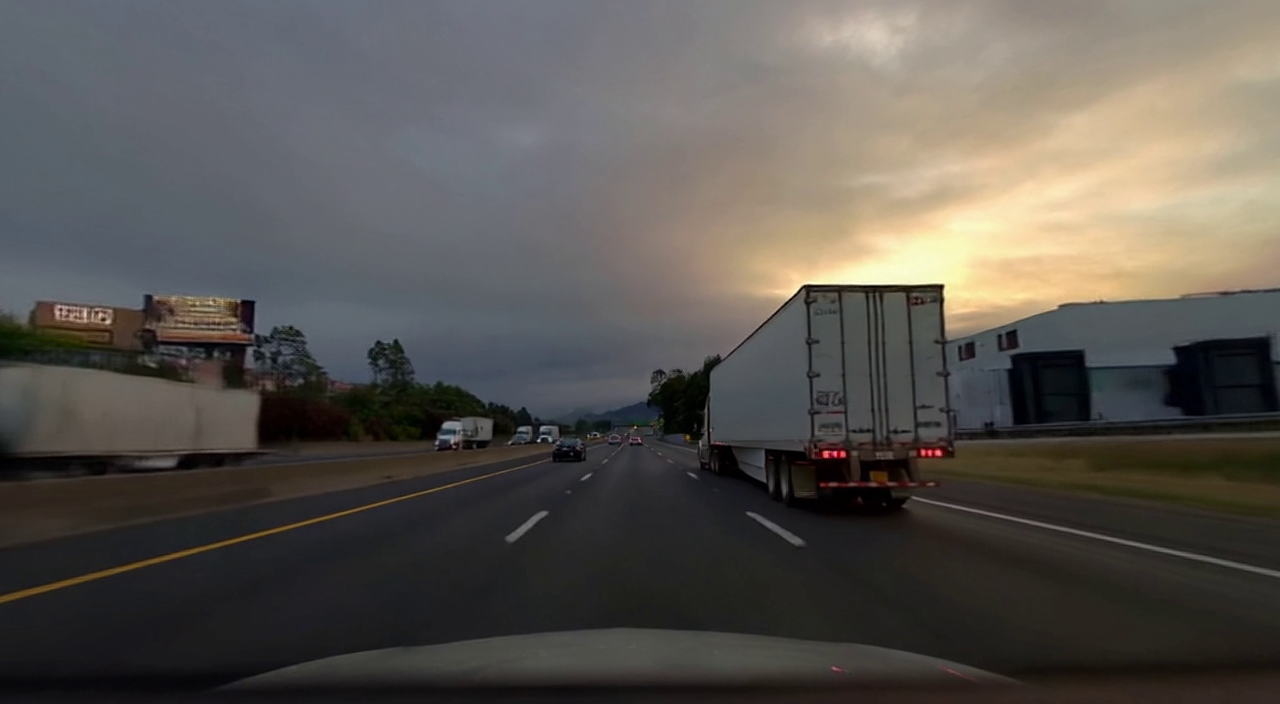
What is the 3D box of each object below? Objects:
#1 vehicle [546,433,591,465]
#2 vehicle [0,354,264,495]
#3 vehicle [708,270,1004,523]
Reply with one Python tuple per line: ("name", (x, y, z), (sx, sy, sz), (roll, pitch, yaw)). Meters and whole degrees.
("vehicle", (-3.565, 4.886, 31.955), (1.930, 1.484, 3.849), (0, -8, -1))
("vehicle", (-20.181, 2.917, 24.247), (2.895, 4.107, 13.894), (0, -8, 0))
("vehicle", (3.831, 1.378, 15.149), (2.871, 3.815, 11.331), (0, -8, -1))
